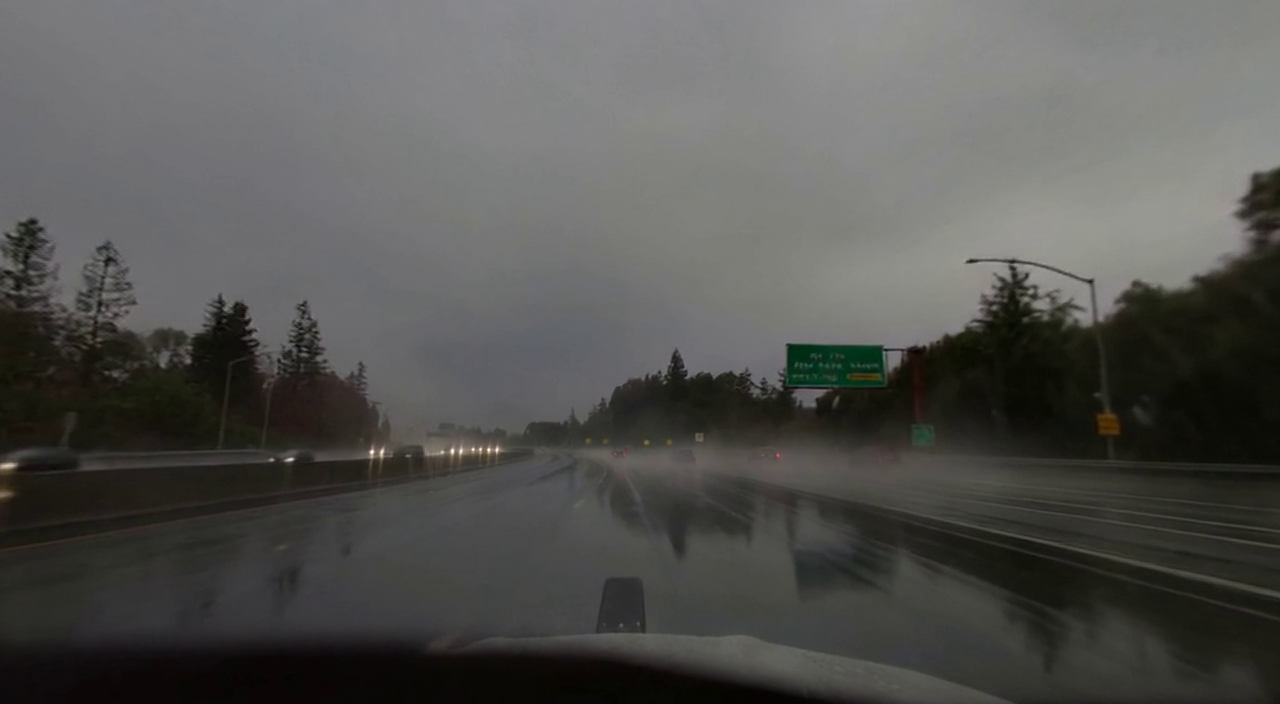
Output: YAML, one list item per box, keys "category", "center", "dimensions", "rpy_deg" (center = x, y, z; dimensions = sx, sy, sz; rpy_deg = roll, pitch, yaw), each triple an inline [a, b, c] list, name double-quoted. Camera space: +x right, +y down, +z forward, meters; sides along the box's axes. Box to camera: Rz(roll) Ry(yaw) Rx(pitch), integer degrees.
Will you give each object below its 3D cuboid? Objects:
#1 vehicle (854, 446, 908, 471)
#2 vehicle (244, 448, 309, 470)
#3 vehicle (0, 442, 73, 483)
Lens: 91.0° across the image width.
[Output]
- category: "vehicle"
  center: [16.273, 7.217, 42.699]
  dimensions: [1.955, 1.607, 4.232]
  rpy_deg: [0, -9, 0]
- category: "vehicle"
  center: [-26.577, 7.827, 46.249]
  dimensions: [1.922, 1.519, 4.830]
  rpy_deg: [0, -9, -1]
- category: "vehicle"
  center: [-27.603, 4.760, 27.271]
  dimensions: [1.937, 1.701, 4.515]
  rpy_deg: [0, -9, -2]
